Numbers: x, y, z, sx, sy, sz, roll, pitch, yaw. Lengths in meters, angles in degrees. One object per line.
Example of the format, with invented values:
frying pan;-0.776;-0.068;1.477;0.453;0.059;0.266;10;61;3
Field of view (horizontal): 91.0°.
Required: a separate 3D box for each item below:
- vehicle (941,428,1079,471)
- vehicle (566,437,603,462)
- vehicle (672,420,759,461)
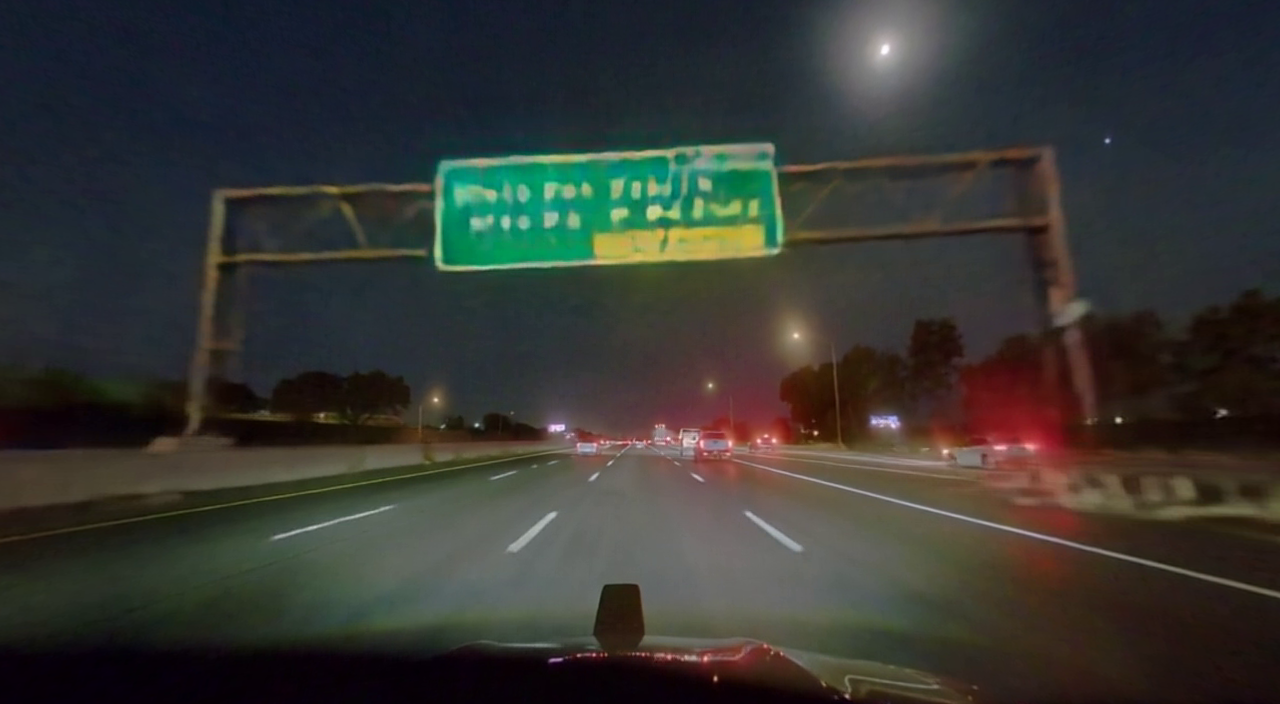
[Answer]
vehicle;17.324;4.599;29.926;2.261;1.824;5.678;2;-9;-12
vehicle;-3.567;6.351;41.181;2.066;1.500;4.415;0;-8;0
vehicle;4.025;5.346;37.699;3.042;2.004;14.051;0;-8;-2
